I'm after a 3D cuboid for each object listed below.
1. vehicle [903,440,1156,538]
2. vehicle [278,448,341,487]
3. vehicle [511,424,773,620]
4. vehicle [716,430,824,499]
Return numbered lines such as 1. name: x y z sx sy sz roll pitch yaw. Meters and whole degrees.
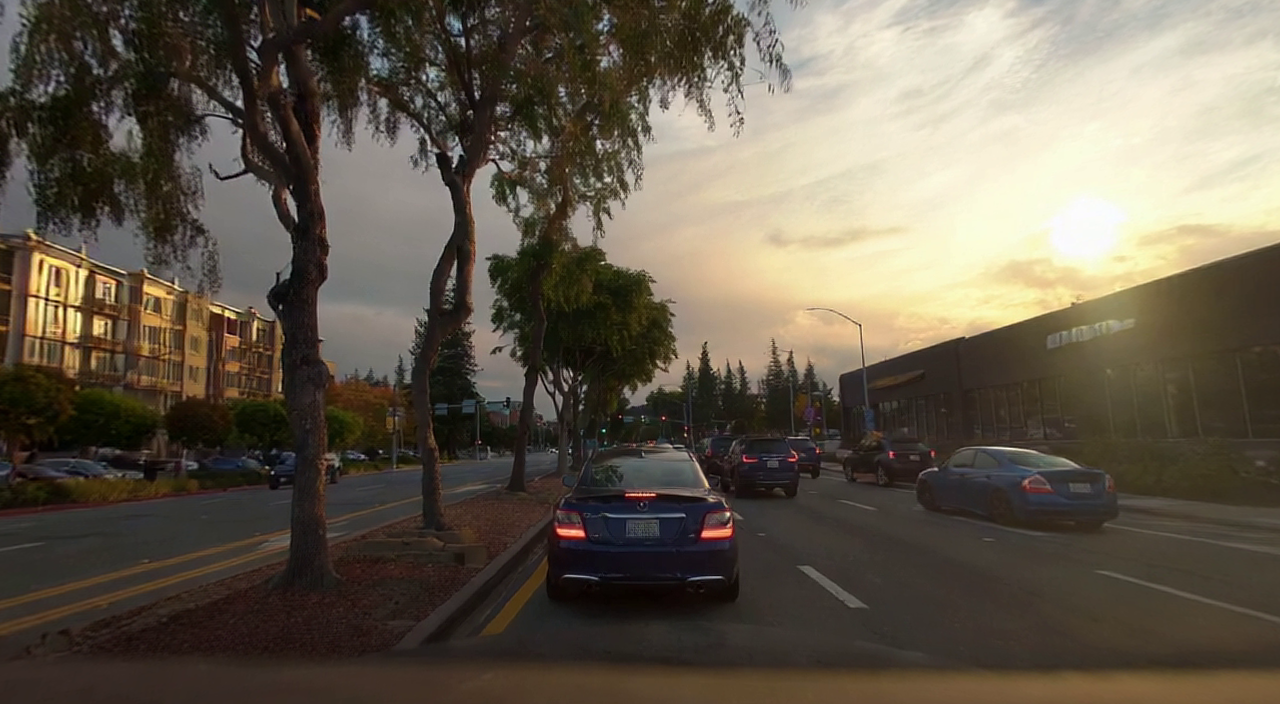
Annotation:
1. vehicle: 6.836 2.402 11.795 1.911 1.468 4.417 0 -8 0
2. vehicle: -16.741 5.743 31.789 2.163 1.743 4.428 6 -10 -34
3. vehicle: -0.017 1.609 7.021 1.977 1.465 4.376 0 -8 -1
4. vehicle: 3.608 3.207 18.457 2.114 1.736 4.553 0 -8 -1
